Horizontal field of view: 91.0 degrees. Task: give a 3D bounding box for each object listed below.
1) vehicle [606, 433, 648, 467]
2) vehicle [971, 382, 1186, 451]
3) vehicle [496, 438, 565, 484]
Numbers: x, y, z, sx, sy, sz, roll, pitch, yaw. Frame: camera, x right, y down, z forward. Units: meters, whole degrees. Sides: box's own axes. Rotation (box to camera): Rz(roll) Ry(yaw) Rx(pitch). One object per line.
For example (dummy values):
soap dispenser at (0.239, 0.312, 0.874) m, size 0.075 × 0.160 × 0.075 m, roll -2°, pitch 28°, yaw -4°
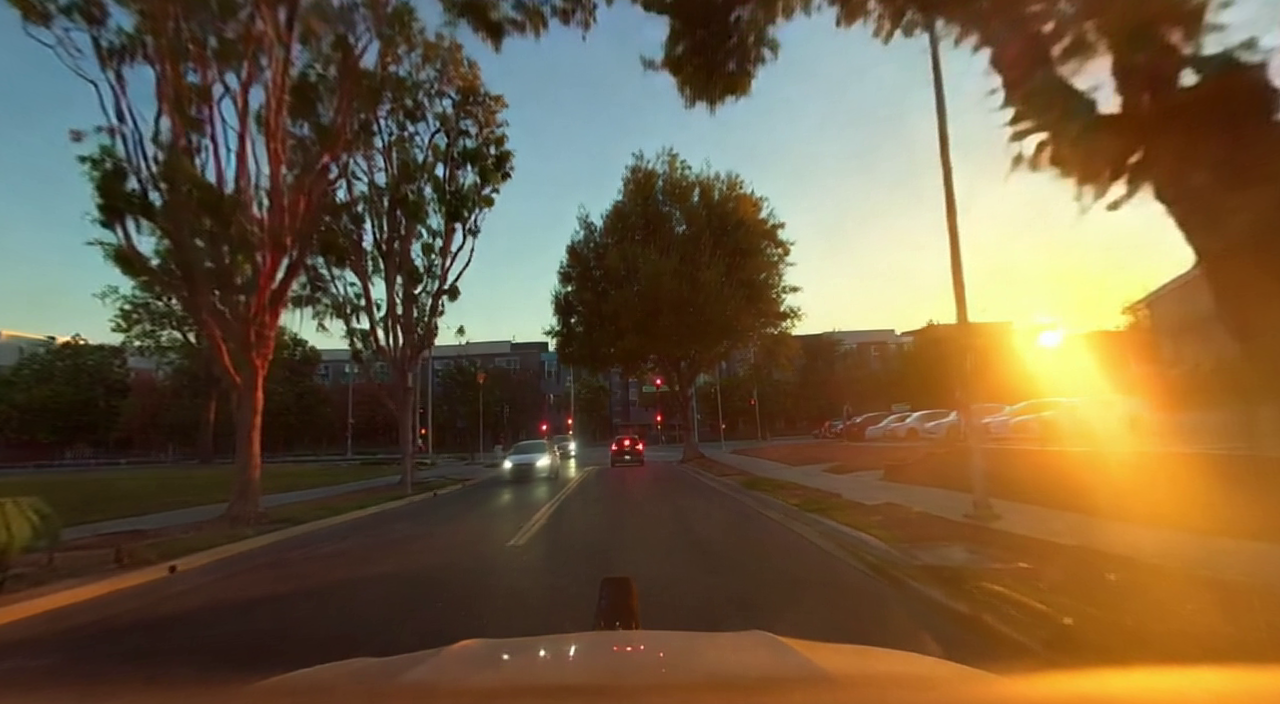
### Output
vehicle at (-0.665, 5.257, 33.929) m, size 2.142 × 1.686 × 3.816 m, roll -1°, pitch -8°, yaw 0°
vehicle at (12.004, 1.817, 17.555) m, size 4.349 × 1.462 × 1.982 m, roll -5°, pitch -7°, yaw 6°
vehicle at (-3.861, 3.894, 22.861) m, size 1.973 × 1.512 × 3.524 m, roll 0°, pitch -8°, yaw -2°
